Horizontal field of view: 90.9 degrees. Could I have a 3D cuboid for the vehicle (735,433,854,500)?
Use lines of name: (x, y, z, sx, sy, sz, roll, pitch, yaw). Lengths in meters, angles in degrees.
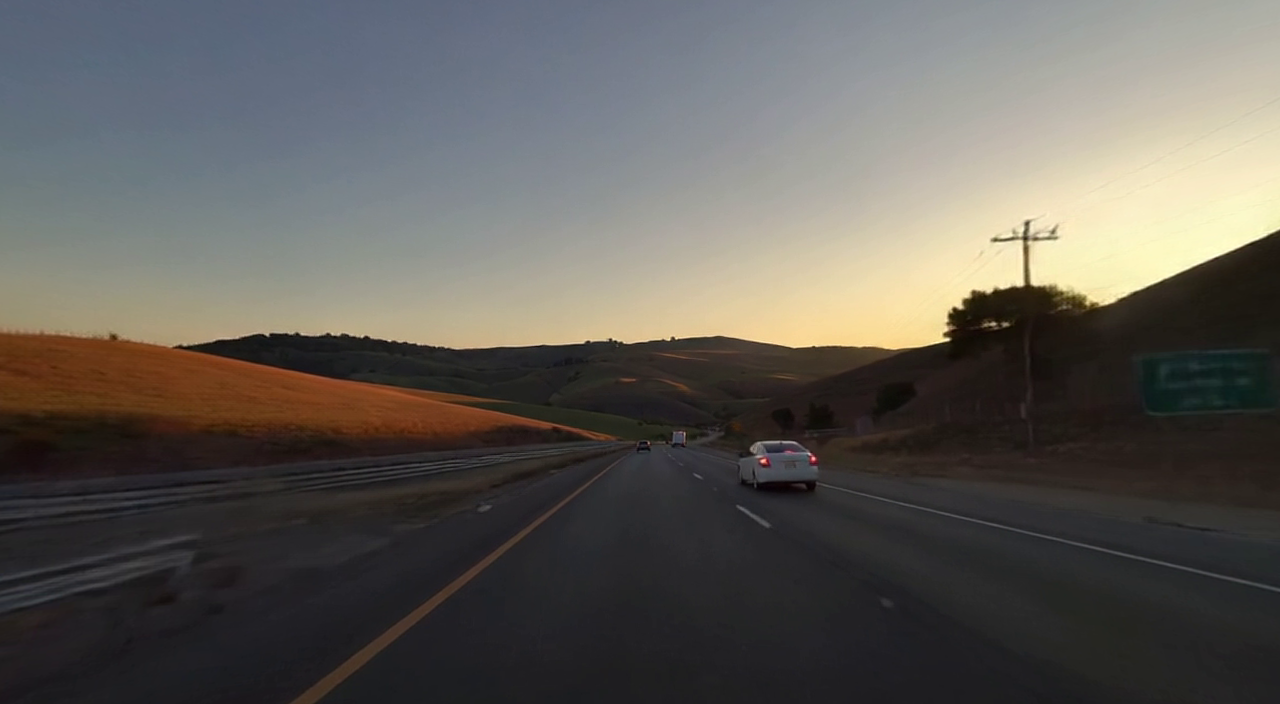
vehicle: (3.910, 2.965, 16.858, 1.960, 1.516, 4.657, 0, -8, 0)
